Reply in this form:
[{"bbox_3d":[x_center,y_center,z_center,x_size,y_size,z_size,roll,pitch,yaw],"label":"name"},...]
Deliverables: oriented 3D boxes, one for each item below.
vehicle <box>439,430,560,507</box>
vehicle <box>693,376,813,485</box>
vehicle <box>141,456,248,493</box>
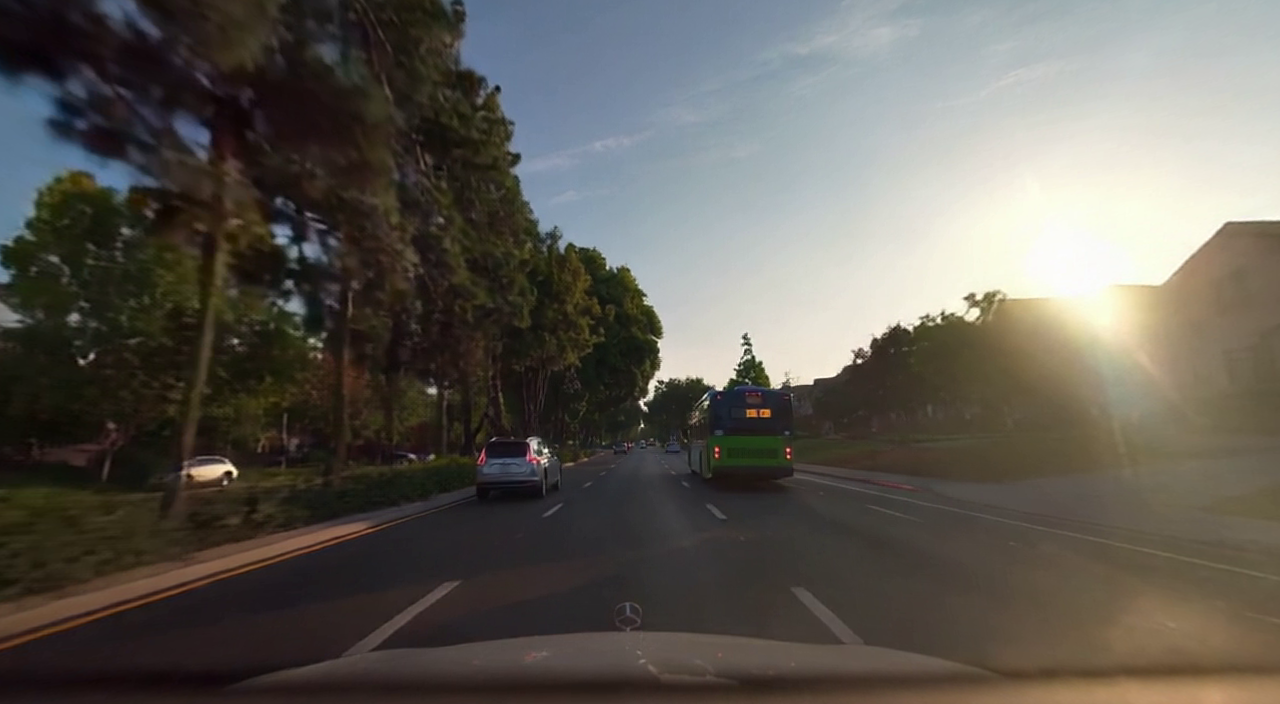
[{"bbox_3d":[-3.543,3.026,16.835,2.111,1.767,4.333,0,-8,2],"label":"vehicle"},{"bbox_3d":[3.929,3.283,25.336,3.072,3.278,12.747,0,-8,3],"label":"vehicle"},{"bbox_3d":[-22.243,6.097,31.603,2.018,1.648,4.631,0,-8,-1],"label":"vehicle"}]
